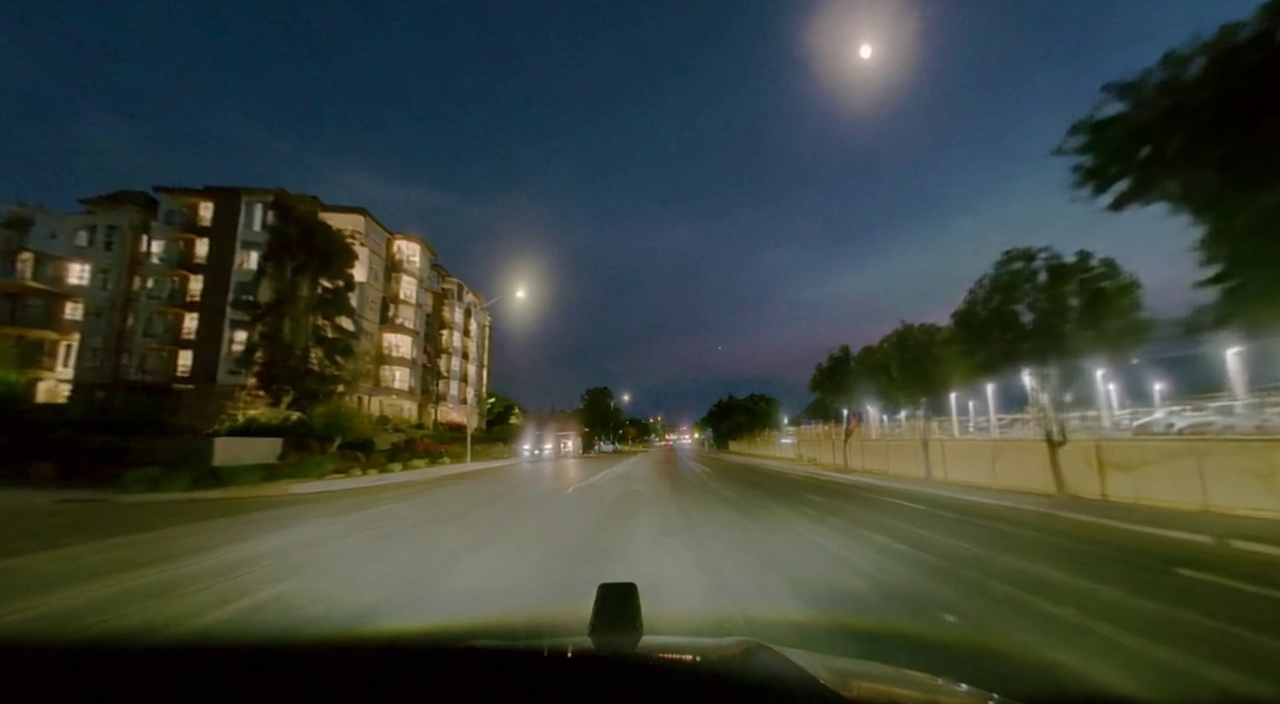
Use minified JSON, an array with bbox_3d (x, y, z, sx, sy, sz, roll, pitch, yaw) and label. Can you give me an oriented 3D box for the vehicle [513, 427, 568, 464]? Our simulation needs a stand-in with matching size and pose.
[{"bbox_3d":[-5.854,5.606,37.916,2.192,1.965,4.917,2,-8,3],"label":"vehicle"}]
